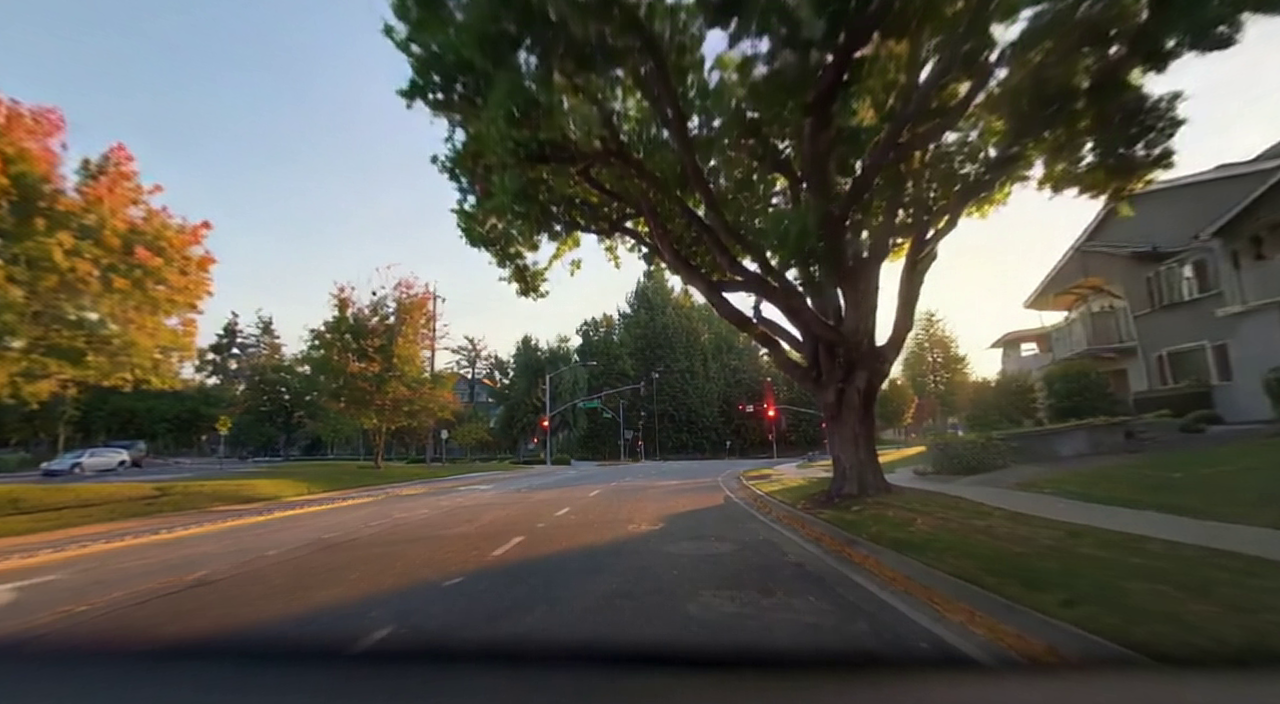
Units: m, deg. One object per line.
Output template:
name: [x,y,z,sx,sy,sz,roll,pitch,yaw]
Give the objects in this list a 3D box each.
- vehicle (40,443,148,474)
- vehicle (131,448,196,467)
vehicle: [-33.413,6.517,38.781,1.913,1.779,4.959,-1,-9,5]
vehicle: [-36.650,8.109,48.483,3.737,1.444,1.680,-1,-9,6]
